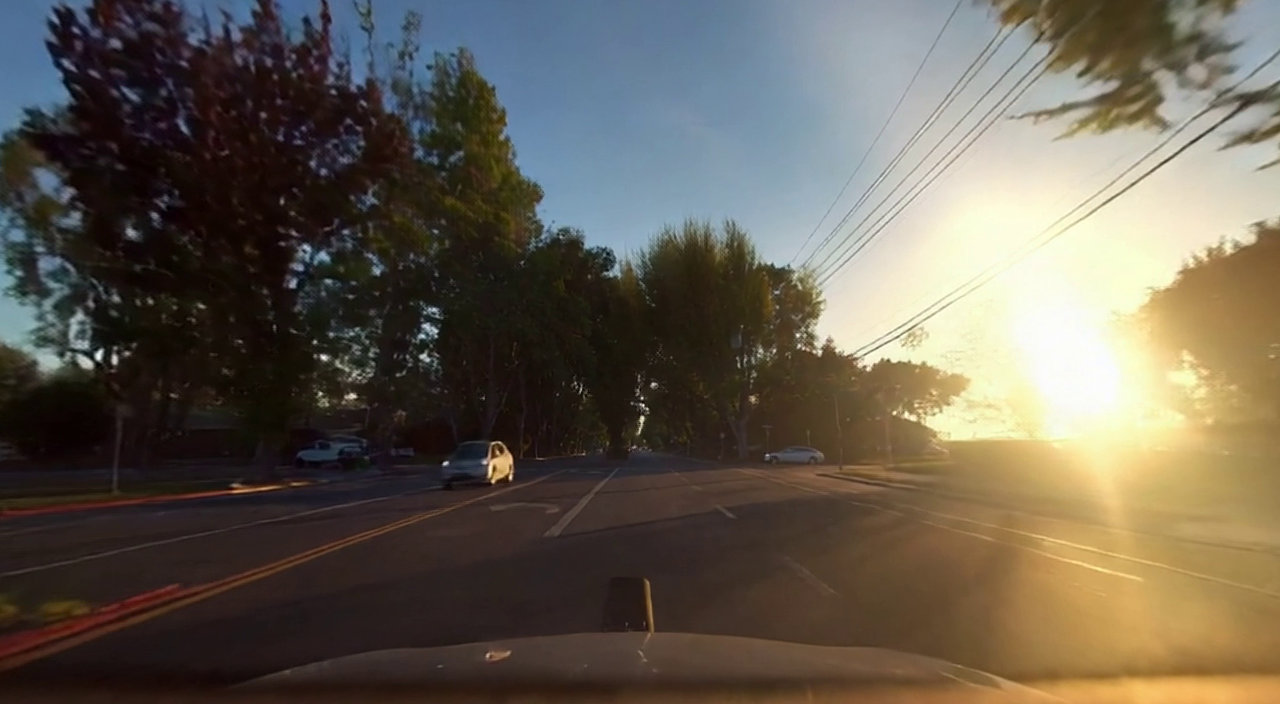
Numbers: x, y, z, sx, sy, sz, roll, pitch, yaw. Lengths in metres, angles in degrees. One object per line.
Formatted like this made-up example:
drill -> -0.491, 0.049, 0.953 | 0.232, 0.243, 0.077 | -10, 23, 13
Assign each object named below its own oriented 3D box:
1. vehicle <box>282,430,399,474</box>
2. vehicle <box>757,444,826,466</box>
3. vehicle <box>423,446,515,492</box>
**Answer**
vehicle -> -20.611, 6.890, 43.601 | 6.794, 2.863, 2.387 | 0, -8, 0
vehicle -> 11.349, 7.717, 47.465 | 4.565, 1.600, 2.023 | 0, -8, -5
vehicle -> -6.389, 4.403, 24.169 | 2.163, 1.588, 4.509 | 0, -8, 1
